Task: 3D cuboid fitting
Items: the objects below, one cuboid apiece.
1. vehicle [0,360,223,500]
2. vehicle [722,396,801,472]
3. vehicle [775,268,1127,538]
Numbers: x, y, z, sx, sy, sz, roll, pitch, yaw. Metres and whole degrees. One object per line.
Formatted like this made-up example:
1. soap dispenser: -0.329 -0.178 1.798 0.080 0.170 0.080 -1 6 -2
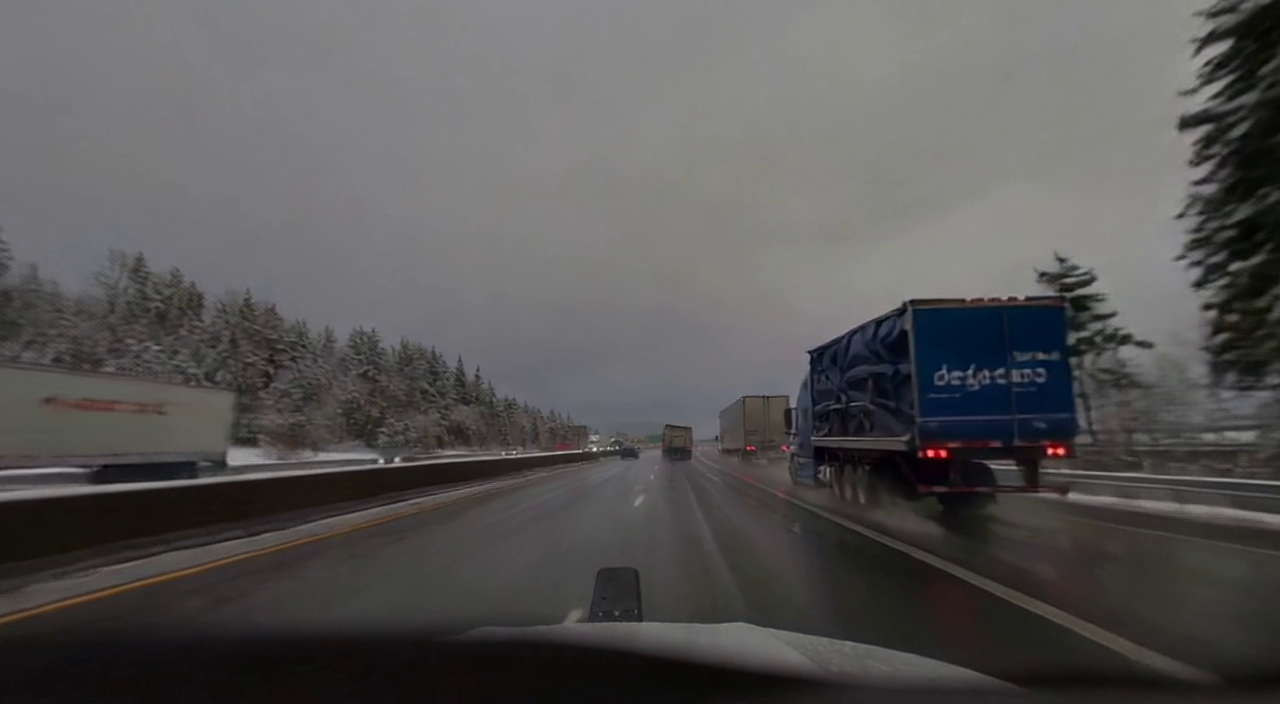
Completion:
1. vehicle: -22.622 3.207 25.303 3.010 4.620 11.933 -1 -8 3
2. vehicle: 7.434 5.296 40.662 2.843 4.053 13.777 0 -7 2
3. vehicle: 5.466 1.355 14.015 2.920 3.860 10.035 0 -8 2
